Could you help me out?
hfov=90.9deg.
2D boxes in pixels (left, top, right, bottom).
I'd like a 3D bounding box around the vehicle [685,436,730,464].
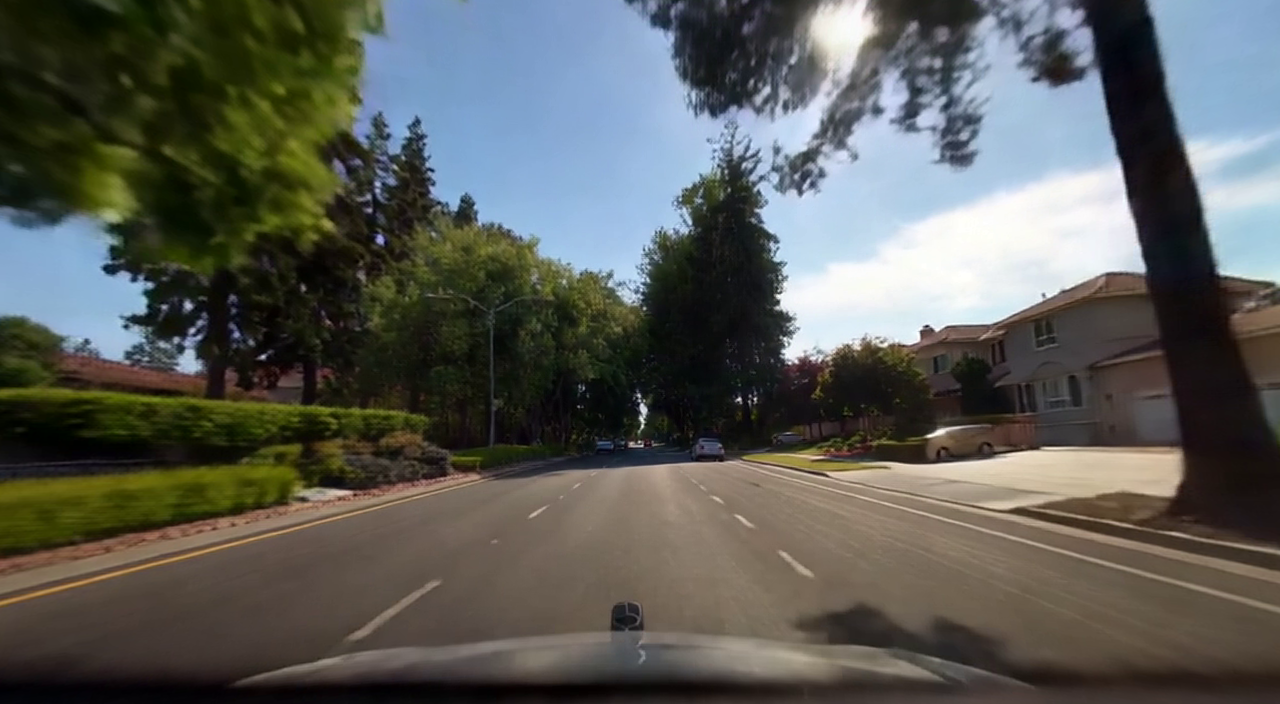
[{"bbox_3d":[4.075,6.015,38.934,2.237,1.578,4.621,0,-8,-1],"label":"vehicle"}]
